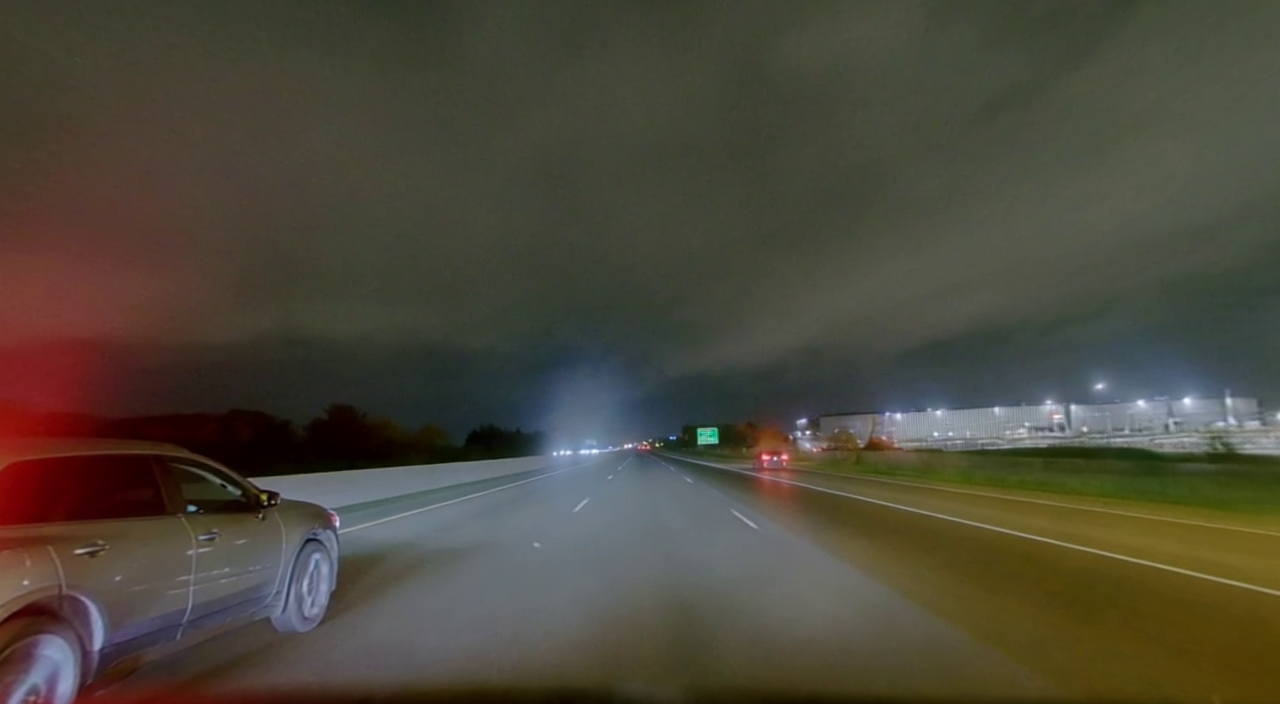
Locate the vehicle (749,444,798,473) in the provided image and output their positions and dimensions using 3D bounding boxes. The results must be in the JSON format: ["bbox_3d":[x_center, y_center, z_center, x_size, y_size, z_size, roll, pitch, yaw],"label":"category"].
[{"bbox_3d":[7.631,6.111,36.394,1.923,1.516,3.815,0,-9,-1],"label":"vehicle"}]
